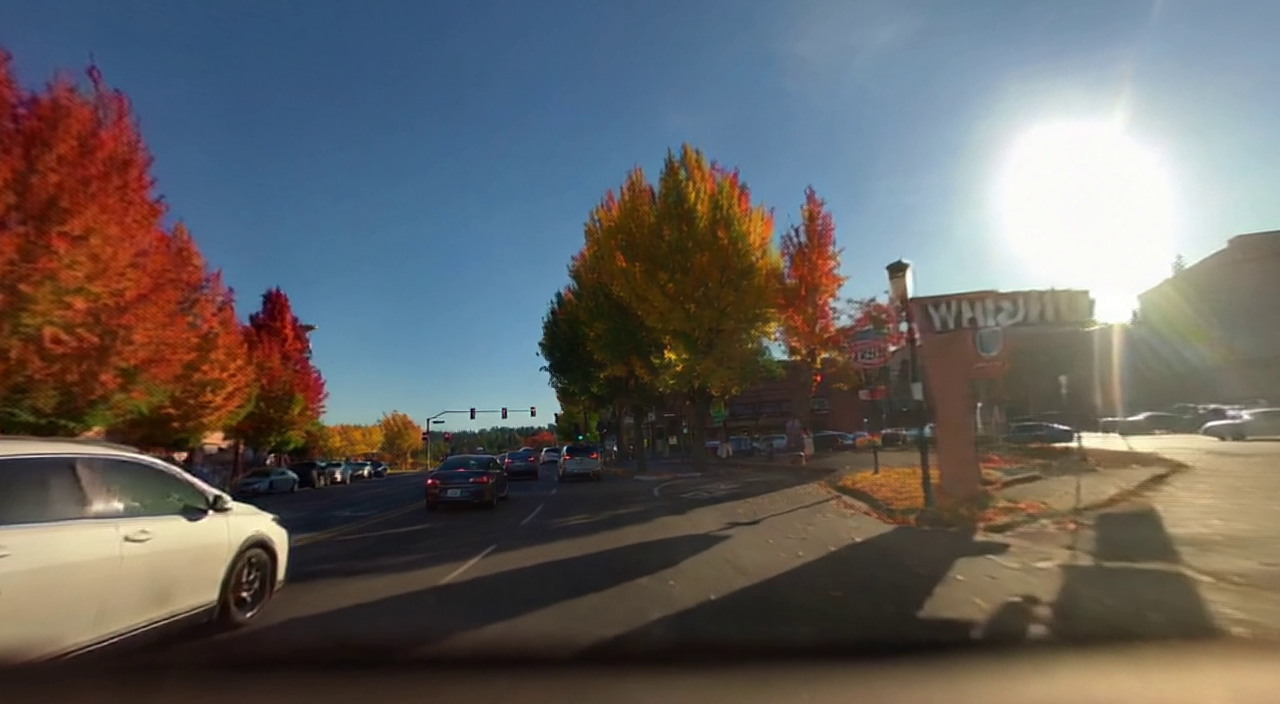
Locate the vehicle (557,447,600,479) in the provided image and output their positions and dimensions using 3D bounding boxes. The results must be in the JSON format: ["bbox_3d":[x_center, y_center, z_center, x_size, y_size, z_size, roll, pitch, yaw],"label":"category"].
[{"bbox_3d":[-3.614,6.329,36.271,2.144,1.704,4.028,2,-9,-9],"label":"vehicle"}]

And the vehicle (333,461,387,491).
[{"bbox_3d":[-17.674,7.836,39.955,2.039,1.672,4.596,2,-9,-10],"label":"vehicle"}]

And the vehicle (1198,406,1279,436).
[{"bbox_3d":[39.755,4.507,40.662,5.280,1.764,2.026,-9,-13,44],"label":"vehicle"}]

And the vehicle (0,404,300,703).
[{"bbox_3d":[-4.207,1.147,3.484,2.085,1.663,4.513,1,-9,0],"label":"vehicle"}]

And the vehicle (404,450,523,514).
[{"bbox_3d":[-4.796,3.577,18.018,2.090,1.506,5.326,1,-9,-3],"label":"vehicle"}]

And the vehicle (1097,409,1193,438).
[{"bbox_3d":[33.586,4.731,41.928,2.110,1.696,4.653,12,-12,-42],"label":"vehicle"}]

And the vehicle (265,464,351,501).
[{"bbox_3d":[-15.923,6.245,30.512,1.972,1.514,4.689,2,-9,-5],"label":"vehicle"}]
